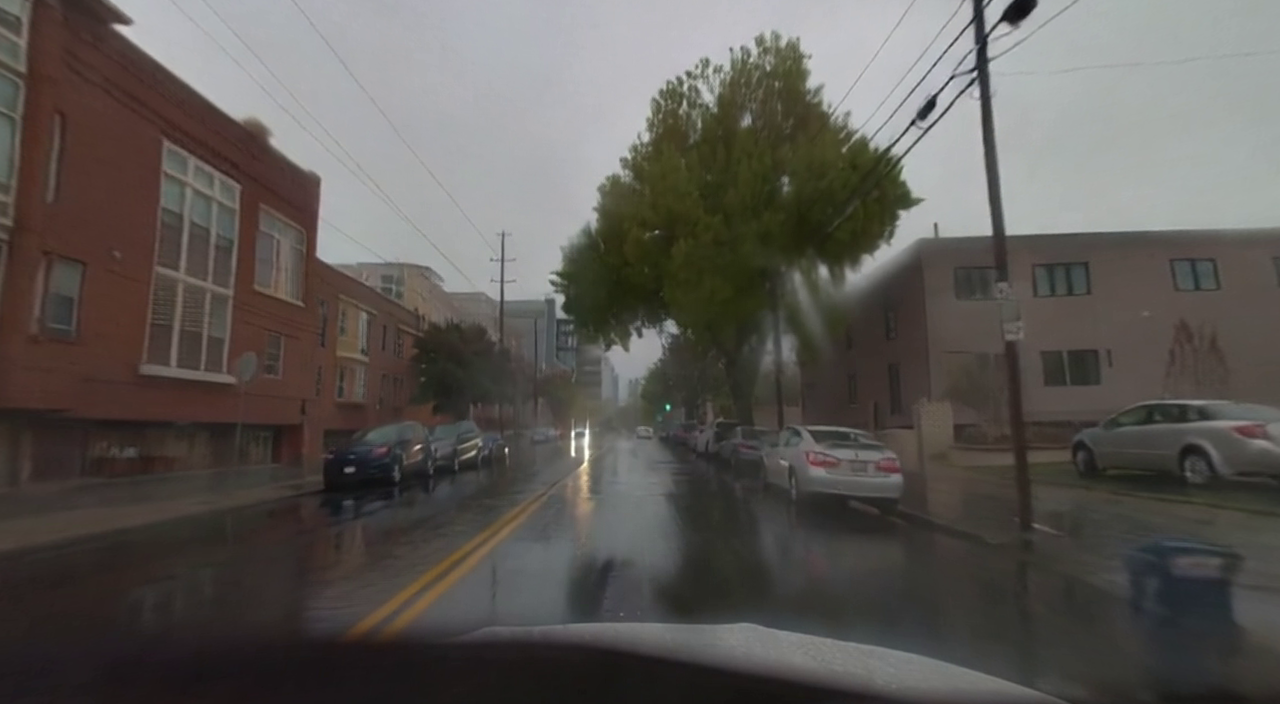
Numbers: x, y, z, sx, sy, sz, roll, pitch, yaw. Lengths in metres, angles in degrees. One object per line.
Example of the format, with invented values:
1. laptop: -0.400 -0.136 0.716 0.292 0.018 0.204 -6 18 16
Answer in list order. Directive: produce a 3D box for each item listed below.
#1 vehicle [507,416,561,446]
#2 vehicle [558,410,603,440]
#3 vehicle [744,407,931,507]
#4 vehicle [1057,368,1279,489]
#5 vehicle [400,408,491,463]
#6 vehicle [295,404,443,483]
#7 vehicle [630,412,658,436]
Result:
1. vehicle: -5.917 4.359 34.734 1.994 1.510 4.802 3 -8 -21
2. vehicle: -3.817 4.825 41.463 2.236 1.834 4.743 -1 -7 3
3. vehicle: 3.268 1.827 11.546 1.885 1.464 4.466 0 -7 -1
4. vehicle: 9.803 1.419 11.276 1.968 1.713 4.379 -3 -9 6
5. vehicle: -6.736 2.962 22.451 1.925 1.759 4.396 0 -7 -1
6. vehicle: -6.845 2.363 16.660 1.930 1.756 4.955 0 -7 -3
7. vehicle: 0.288 5.566 48.674 2.059 1.736 3.994 0 -7 -1
